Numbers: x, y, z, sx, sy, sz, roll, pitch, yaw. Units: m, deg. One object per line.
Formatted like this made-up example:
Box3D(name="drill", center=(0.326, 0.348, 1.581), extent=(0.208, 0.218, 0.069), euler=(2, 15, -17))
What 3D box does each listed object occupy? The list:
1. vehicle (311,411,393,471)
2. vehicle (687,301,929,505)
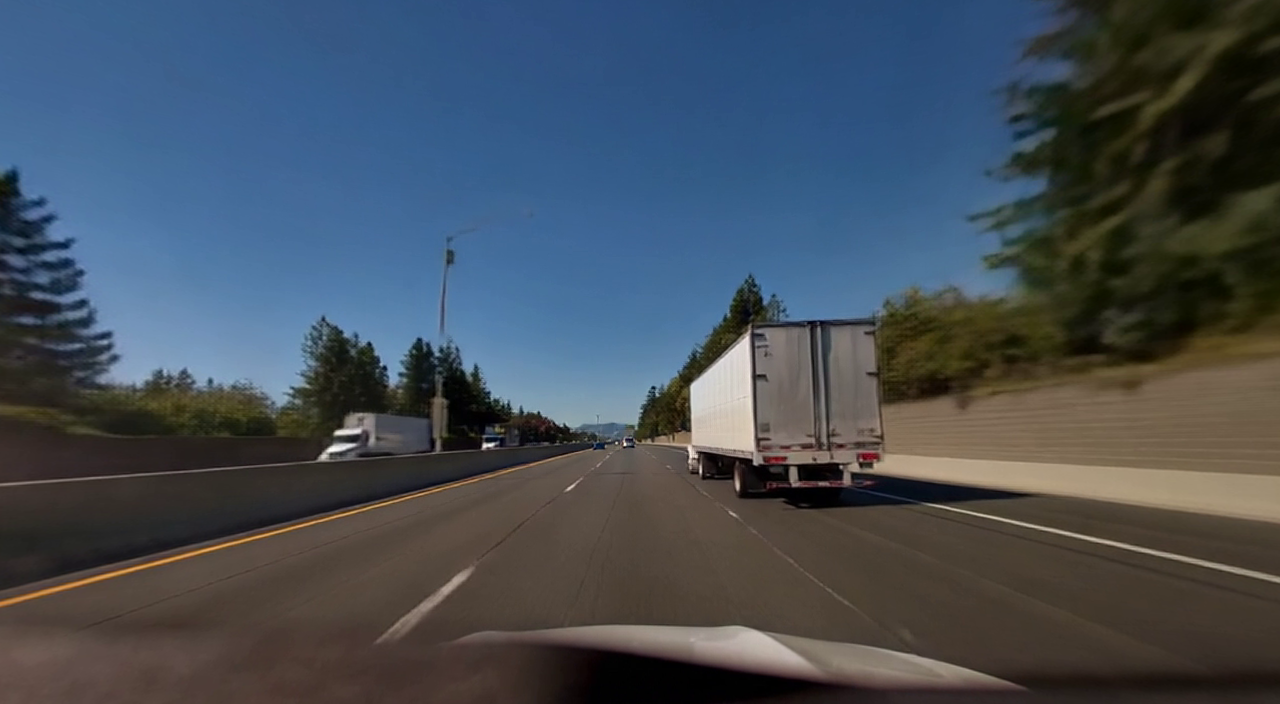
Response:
Box3D(name="vehicle", center=(-19.982, 6.223, 44.113), extent=(2.912, 3.859, 6.032), euler=(-1, -8, -1))
Box3D(name="vehicle", center=(3.996, 1.993, 20.173), extent=(3.489, 4.211, 14.193), euler=(0, -8, -1))
